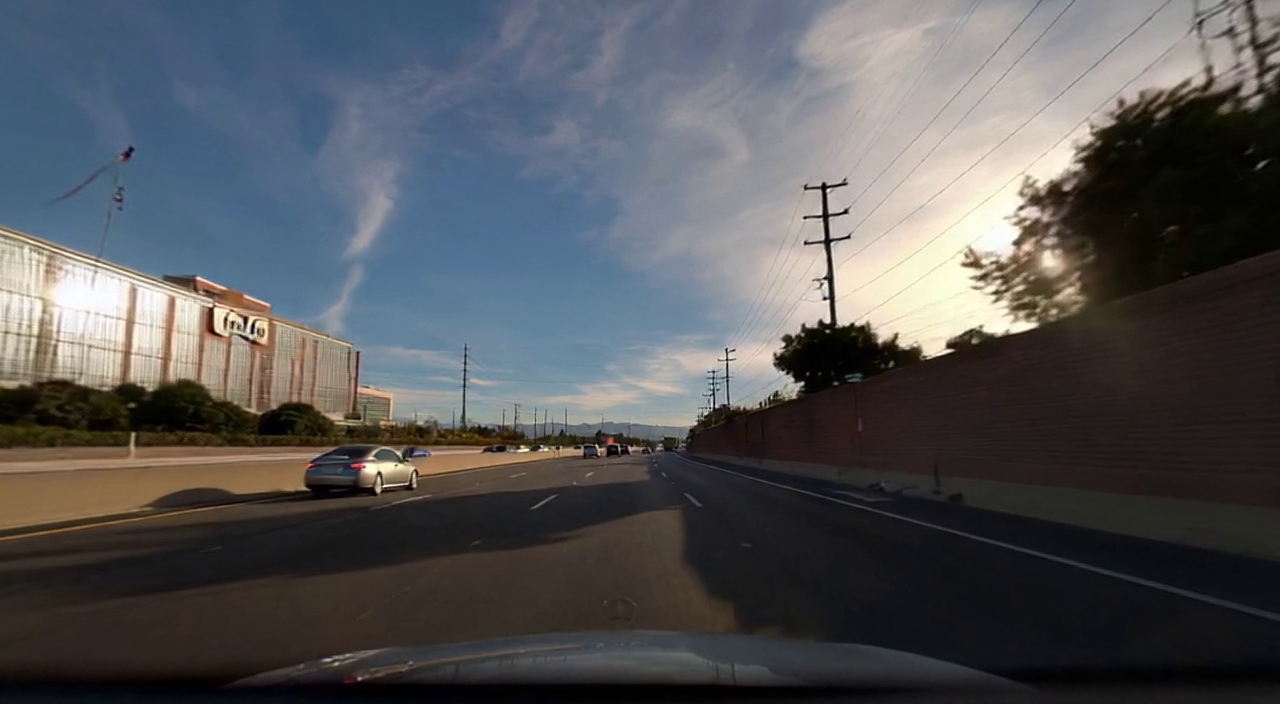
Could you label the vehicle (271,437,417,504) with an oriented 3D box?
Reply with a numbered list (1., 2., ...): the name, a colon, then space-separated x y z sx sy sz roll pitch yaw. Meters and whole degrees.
1. vehicle: -7.733 3.101 16.987 2.013 1.574 3.923 0 -8 0
